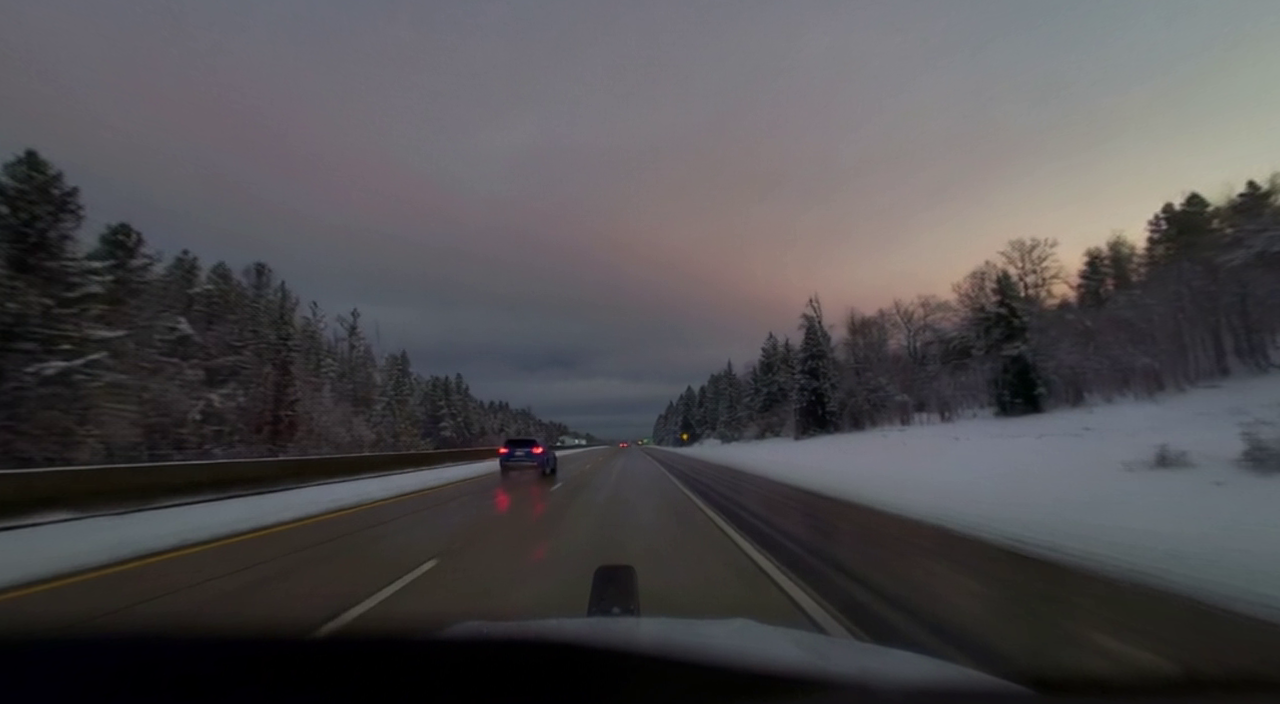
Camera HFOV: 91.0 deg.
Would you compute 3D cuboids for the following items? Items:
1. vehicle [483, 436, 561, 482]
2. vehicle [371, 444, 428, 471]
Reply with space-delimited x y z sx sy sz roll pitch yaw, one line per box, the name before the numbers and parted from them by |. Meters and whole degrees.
vehicle | -4.454 4.098 24.575 2.202 1.587 4.754 0 -8 -1
vehicle | -13.814 6.041 36.342 1.717 1.456 4.170 0 -8 -1
